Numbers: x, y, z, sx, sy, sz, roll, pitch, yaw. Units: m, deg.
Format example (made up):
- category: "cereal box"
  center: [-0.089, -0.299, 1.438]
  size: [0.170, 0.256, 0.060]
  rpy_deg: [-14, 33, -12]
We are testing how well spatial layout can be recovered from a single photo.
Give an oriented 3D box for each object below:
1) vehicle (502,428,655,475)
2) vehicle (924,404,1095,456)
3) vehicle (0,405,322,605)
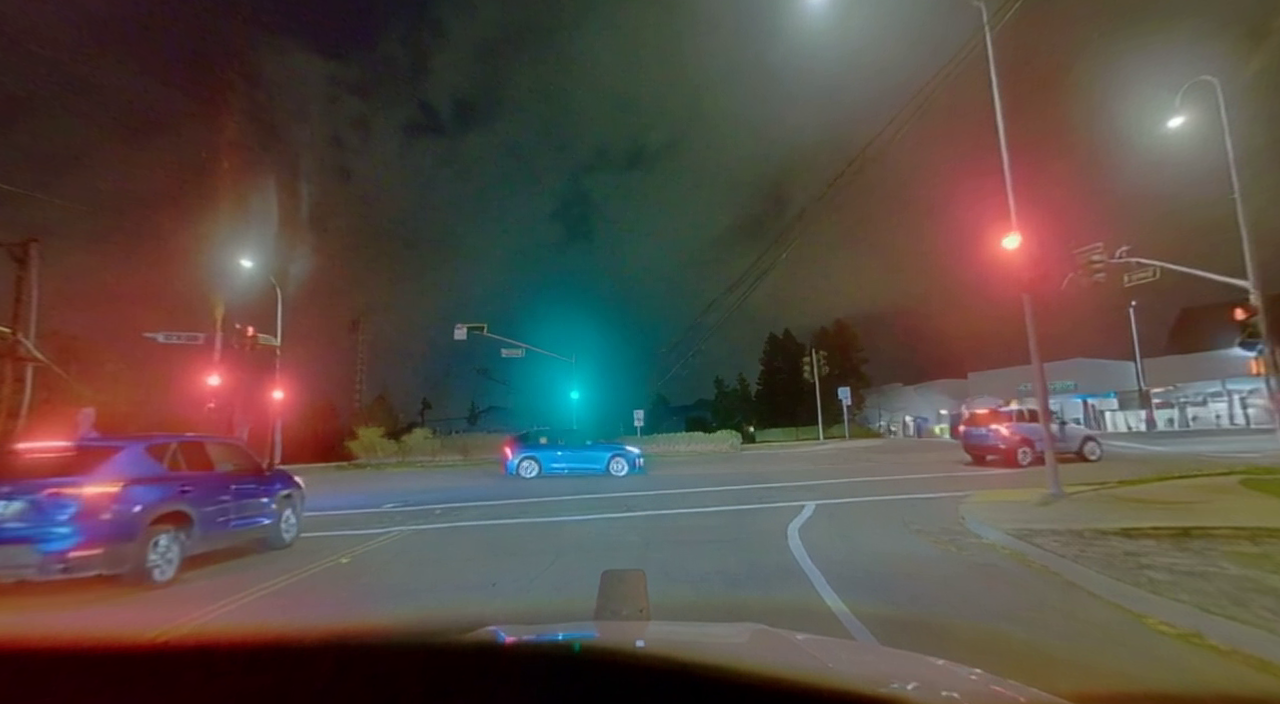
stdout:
- category: "vehicle"
  center: [-1.979, 3.247, 20.668]
  size: [4.757, 1.442, 1.858]
  rpy_deg: [0, -8, -4]
- category: "vehicle"
  center: [12.523, 2.691, 21.594]
  size: [4.636, 1.668, 1.935]
  rpy_deg: [0, -9, -3]
- category: "vehicle"
  center: [-6.051, 1.686, 7.871]
  size: [1.928, 1.726, 4.704]
  rpy_deg: [0, -9, -3]
